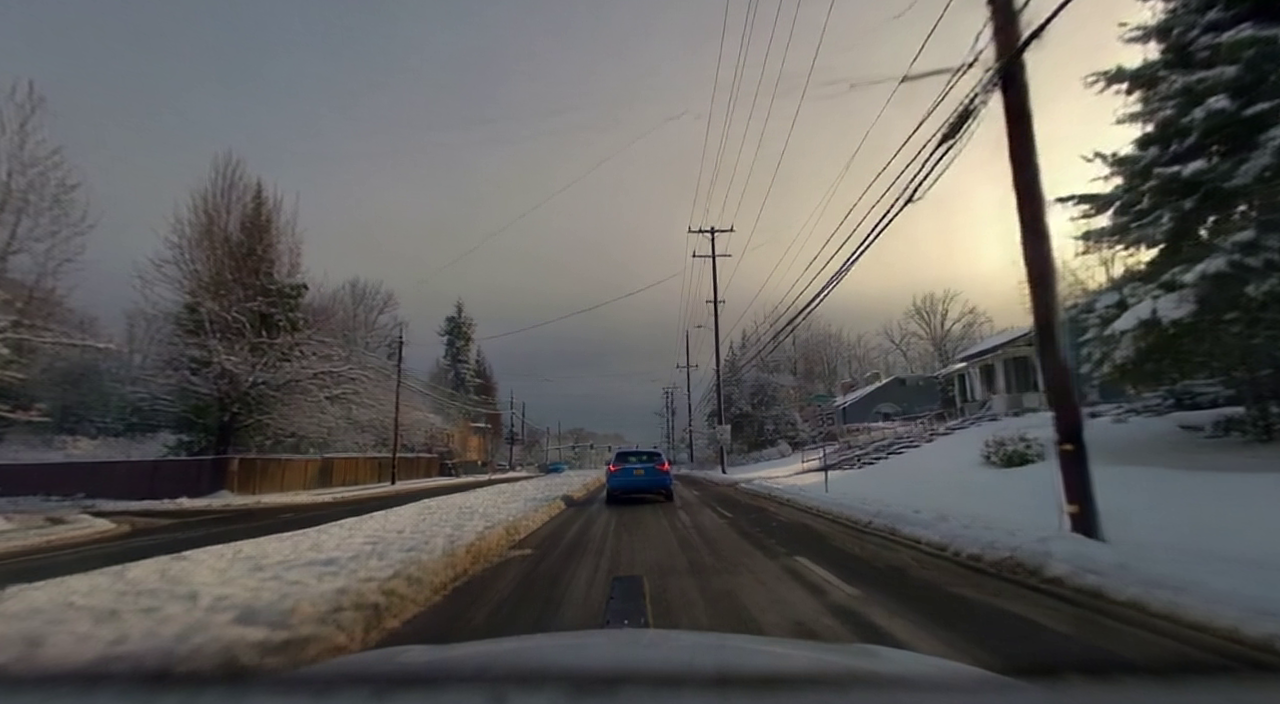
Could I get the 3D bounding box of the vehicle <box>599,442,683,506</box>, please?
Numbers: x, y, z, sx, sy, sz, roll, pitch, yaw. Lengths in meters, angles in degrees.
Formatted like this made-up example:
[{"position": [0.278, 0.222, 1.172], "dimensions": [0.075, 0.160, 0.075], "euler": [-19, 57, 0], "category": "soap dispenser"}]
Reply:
[{"position": [0.011, 3.499, 18.611], "dimensions": [2.200, 1.653, 4.127], "euler": [0, -8, 0], "category": "vehicle"}]
